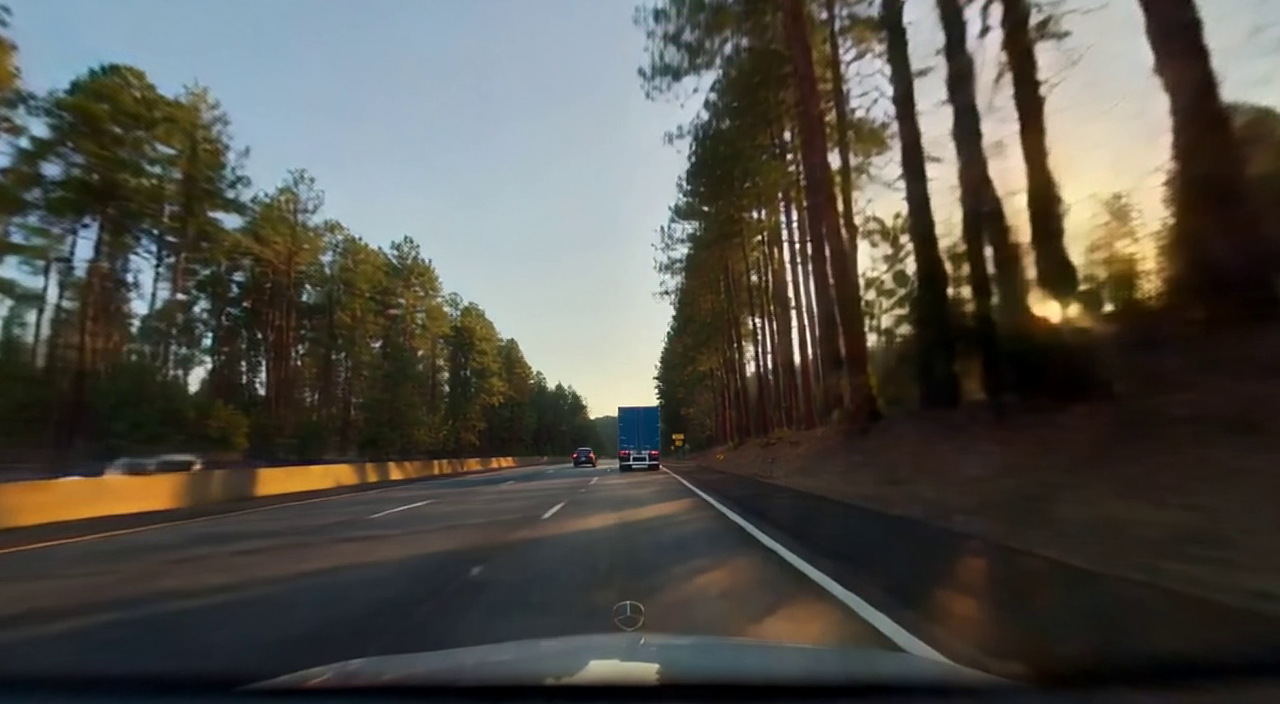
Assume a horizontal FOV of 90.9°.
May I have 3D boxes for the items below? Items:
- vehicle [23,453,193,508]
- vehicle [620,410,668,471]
[{"bbox_3d":[-16.617,3.987,20.037,1.799,1.500,4.126,0,-8,-1],"label":"vehicle"},{"bbox_3d":[0.233,6.955,49.322,3.320,4.173,11.889,0,-8,-1],"label":"vehicle"}]
